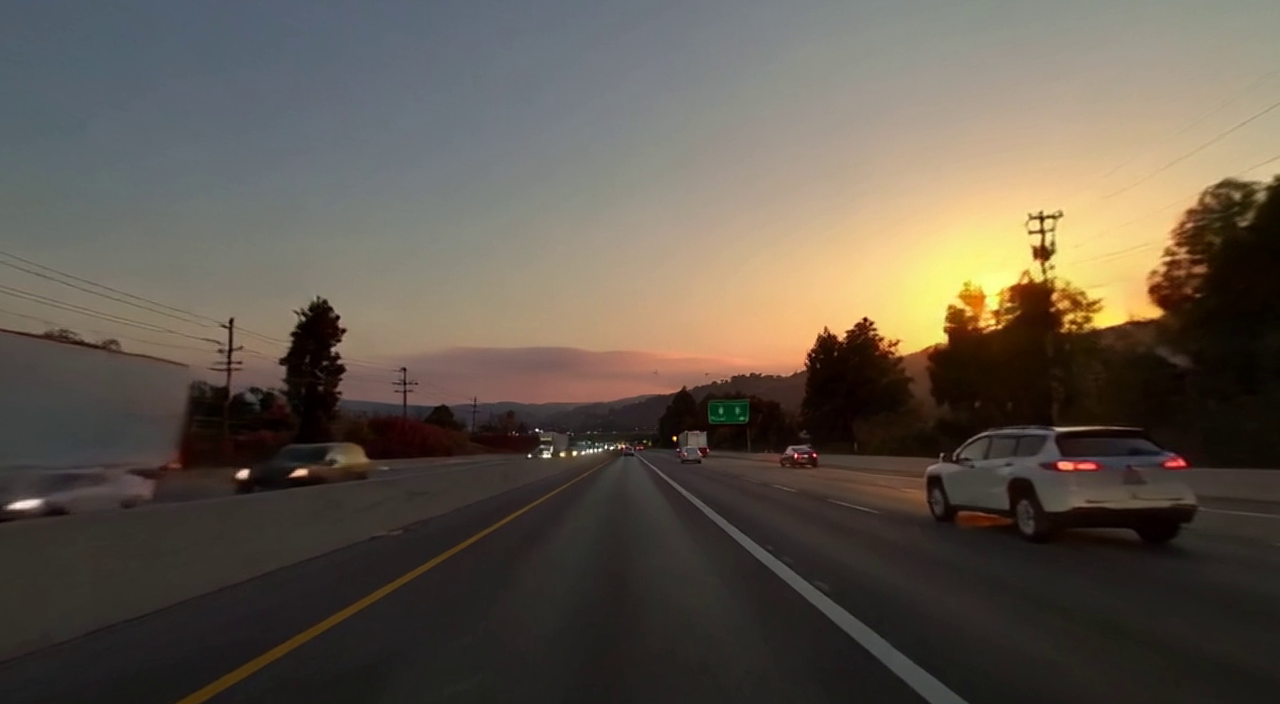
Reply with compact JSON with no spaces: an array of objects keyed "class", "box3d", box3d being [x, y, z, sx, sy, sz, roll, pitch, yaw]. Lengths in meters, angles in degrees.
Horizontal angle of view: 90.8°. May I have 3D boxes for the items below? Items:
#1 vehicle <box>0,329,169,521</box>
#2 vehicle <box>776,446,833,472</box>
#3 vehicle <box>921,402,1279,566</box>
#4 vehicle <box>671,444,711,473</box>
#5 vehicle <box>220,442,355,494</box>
[{"class":"vehicle","box3d":[-15.325,1.040,10.083,3.035,4.124,16.807,0,-9,-1]},{"class":"vehicle","box3d":[10.060,6.594,39.138,1.987,1.502,5.130,0,-9,-2]},{"class":"vehicle","box3d":[6.853,1.917,10.008,2.244,1.858,5.414,0,-9,-1]},{"class":"vehicle","box3d":[3.036,6.447,38.471,2.018,1.600,4.121,0,-9,-2]},{"class":"vehicle","box3d":[-11.797,3.893,21.593,1.983,1.581,4.625,0,-9,-1]}]
